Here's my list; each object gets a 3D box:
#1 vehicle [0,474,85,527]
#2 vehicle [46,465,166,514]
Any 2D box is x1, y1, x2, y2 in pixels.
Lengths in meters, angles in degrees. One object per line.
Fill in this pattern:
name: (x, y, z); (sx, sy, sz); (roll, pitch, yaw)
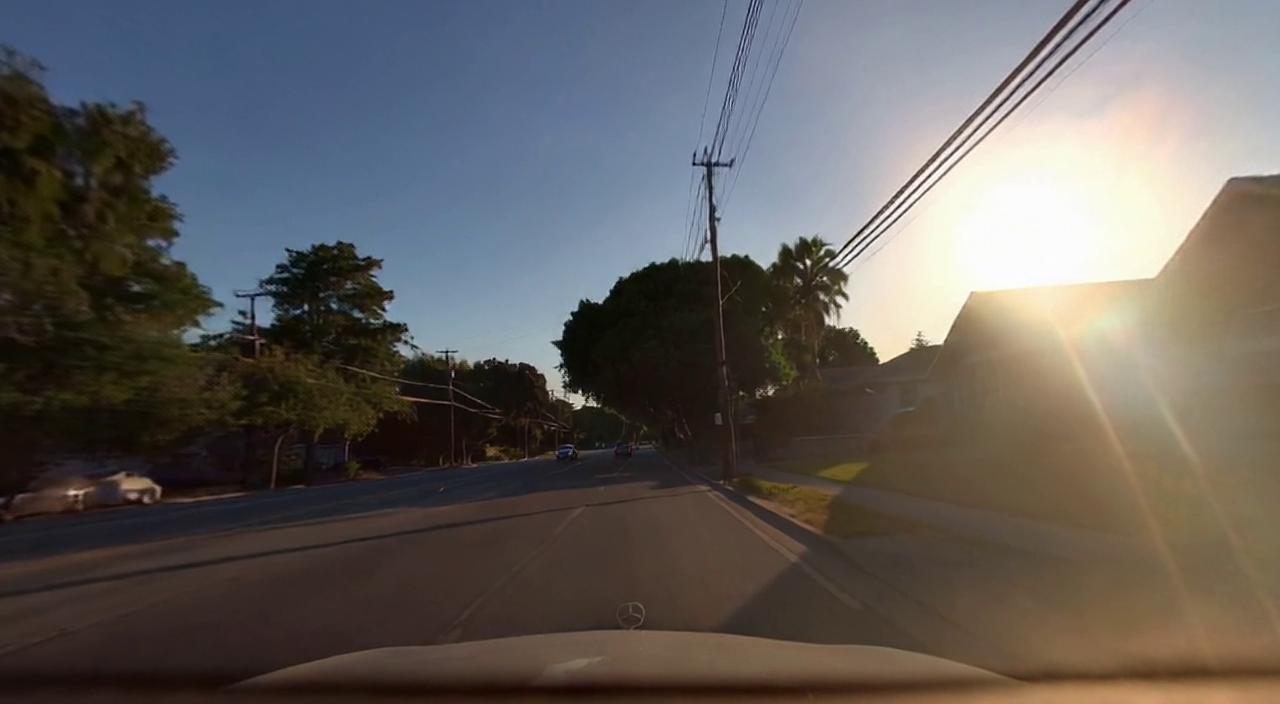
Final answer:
vehicle: (-21.187, 4.916, 20.925); (1.854, 1.504, 4.436); (1, -9, -7)
vehicle: (-22.391, 5.719, 26.706); (1.891, 1.703, 4.976); (3, -9, -16)
